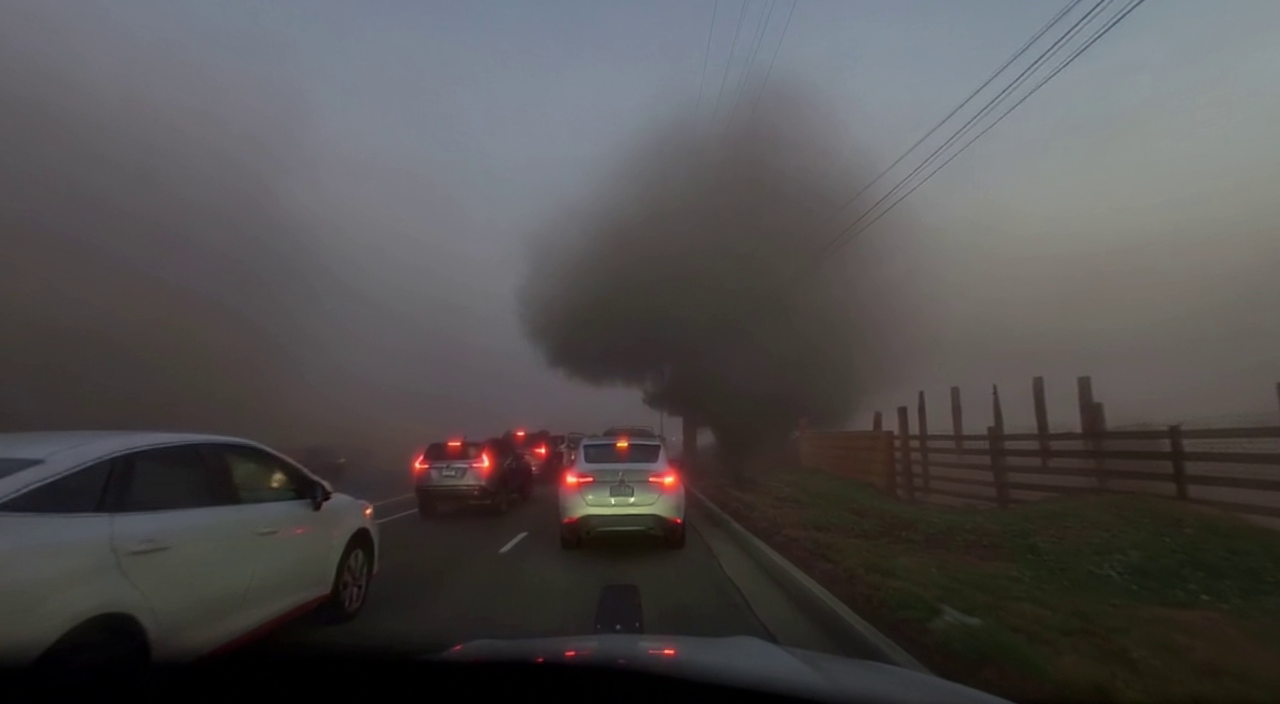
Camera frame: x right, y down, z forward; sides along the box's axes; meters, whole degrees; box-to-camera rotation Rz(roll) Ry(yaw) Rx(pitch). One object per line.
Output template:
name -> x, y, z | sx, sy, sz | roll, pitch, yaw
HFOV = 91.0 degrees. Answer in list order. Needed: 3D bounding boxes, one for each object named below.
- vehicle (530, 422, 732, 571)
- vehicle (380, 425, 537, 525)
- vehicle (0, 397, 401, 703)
vehicle -> -0.126, 1.722, 8.230 | 1.995, 1.460, 3.865 | 0, -8, -1
vehicle -> -3.226, 2.255, 11.991 | 1.850, 1.582, 3.688 | 0, -8, 0
vehicle -> -3.155, 1.084, 3.247 | 1.980, 1.520, 4.636 | 0, -8, 1
